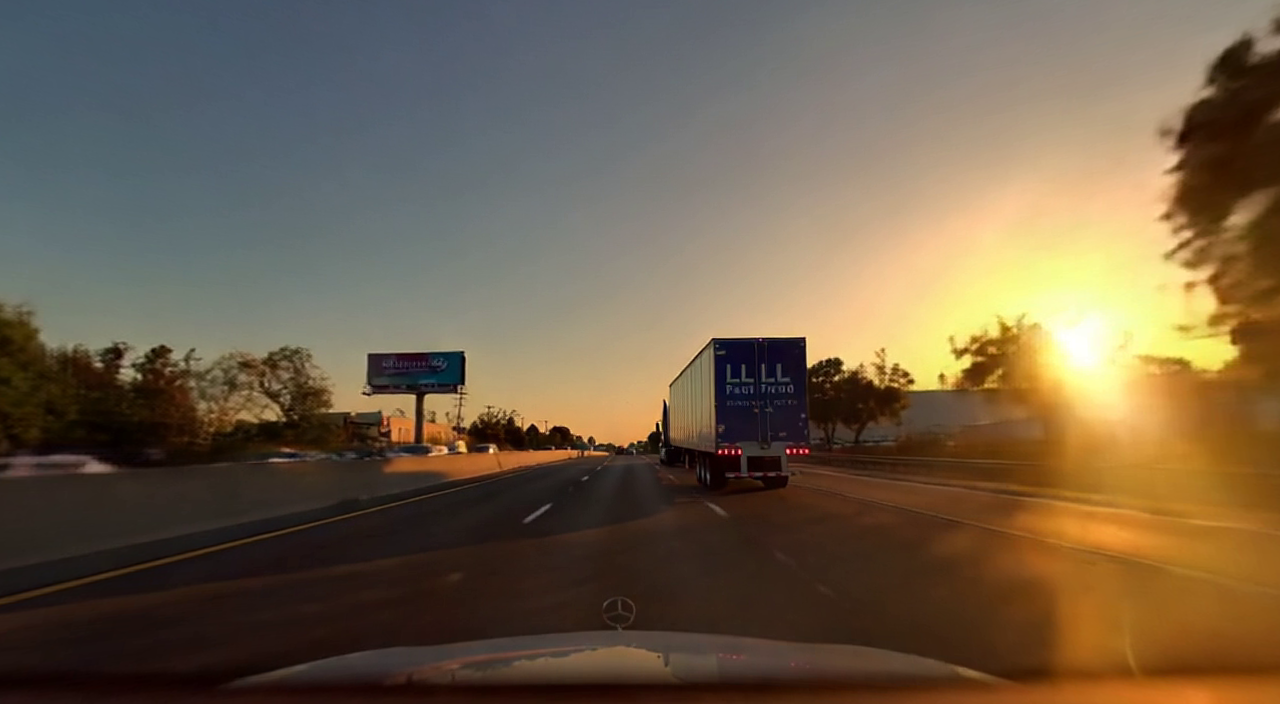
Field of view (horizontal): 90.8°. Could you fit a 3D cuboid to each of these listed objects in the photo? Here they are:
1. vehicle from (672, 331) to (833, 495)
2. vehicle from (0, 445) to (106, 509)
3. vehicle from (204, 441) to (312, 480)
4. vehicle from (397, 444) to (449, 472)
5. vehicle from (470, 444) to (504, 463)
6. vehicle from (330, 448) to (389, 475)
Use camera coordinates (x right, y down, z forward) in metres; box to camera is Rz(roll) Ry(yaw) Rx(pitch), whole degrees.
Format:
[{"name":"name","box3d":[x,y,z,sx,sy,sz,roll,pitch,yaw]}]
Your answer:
[{"name":"vehicle","box3d":[3.412,2.880,25.465,2.891,4.387,17.121,0,-9,-2]},{"name":"vehicle","box3d":[-14.881,2.897,14.850,1.625,1.396,3.459,0,-9,-1]},{"name":"vehicle","box3d":[-18.954,5.399,31.721,2.122,1.775,5.330,0,-9,-1]},{"name":"vehicle","box3d":[-11.614,5.664,33.950,1.620,1.372,3.339,0,-9,-1]},{"name":"vehicle","box3d":[-11.941,7.951,49.592,1.757,1.451,3.658,0,-9,0]},{"name":"vehicle","box3d":[-15.267,5.937,34.502,1.681,1.381,3.370,0,-9,0]}]
